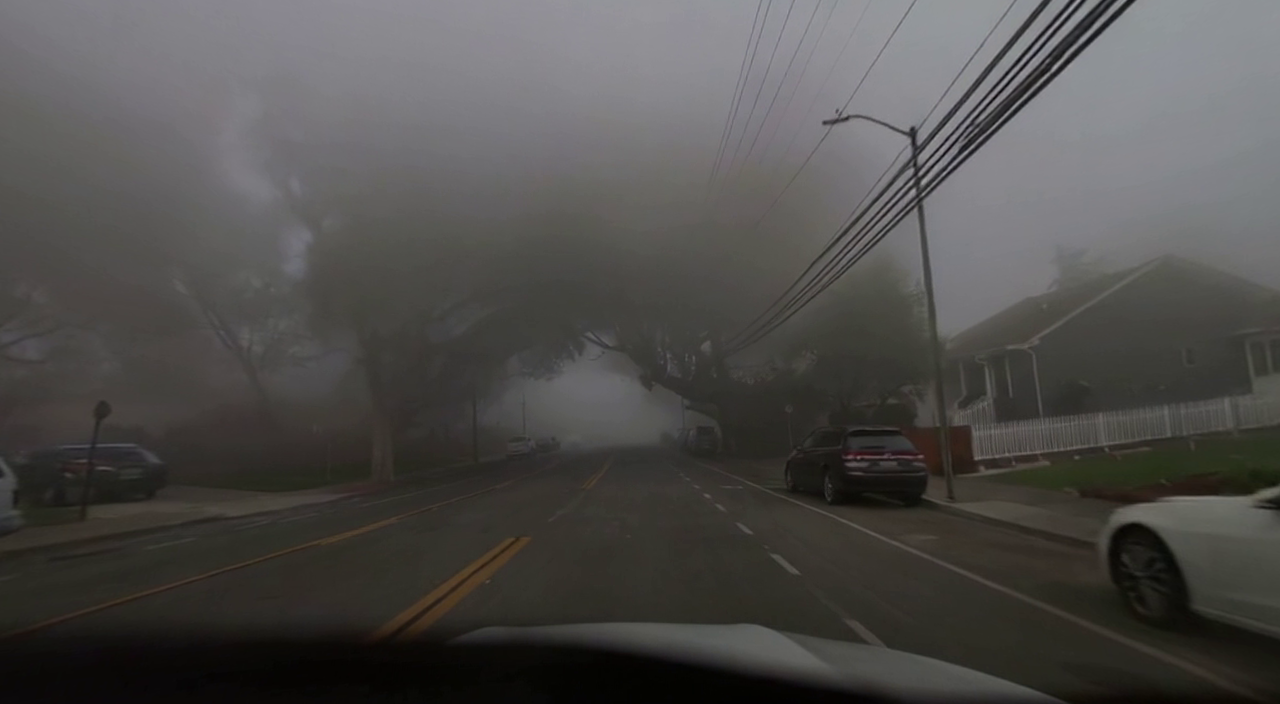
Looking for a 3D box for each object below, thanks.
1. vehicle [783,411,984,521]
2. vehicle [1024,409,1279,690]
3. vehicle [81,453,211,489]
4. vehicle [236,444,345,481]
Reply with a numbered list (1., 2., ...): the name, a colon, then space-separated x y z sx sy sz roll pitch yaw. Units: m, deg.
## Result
1. vehicle: 4.511 2.200 12.725 1.980 1.773 4.853 0 -8 -2
2. vehicle: 4.525 1.040 3.160 2.001 1.532 5.029 0 -8 -1
3. vehicle: -23.369 5.582 30.022 4.621 1.484 1.827 8 -11 -42
4. vehicle: -18.888 5.915 34.286 4.676 1.846 1.967 8 -12 -44
